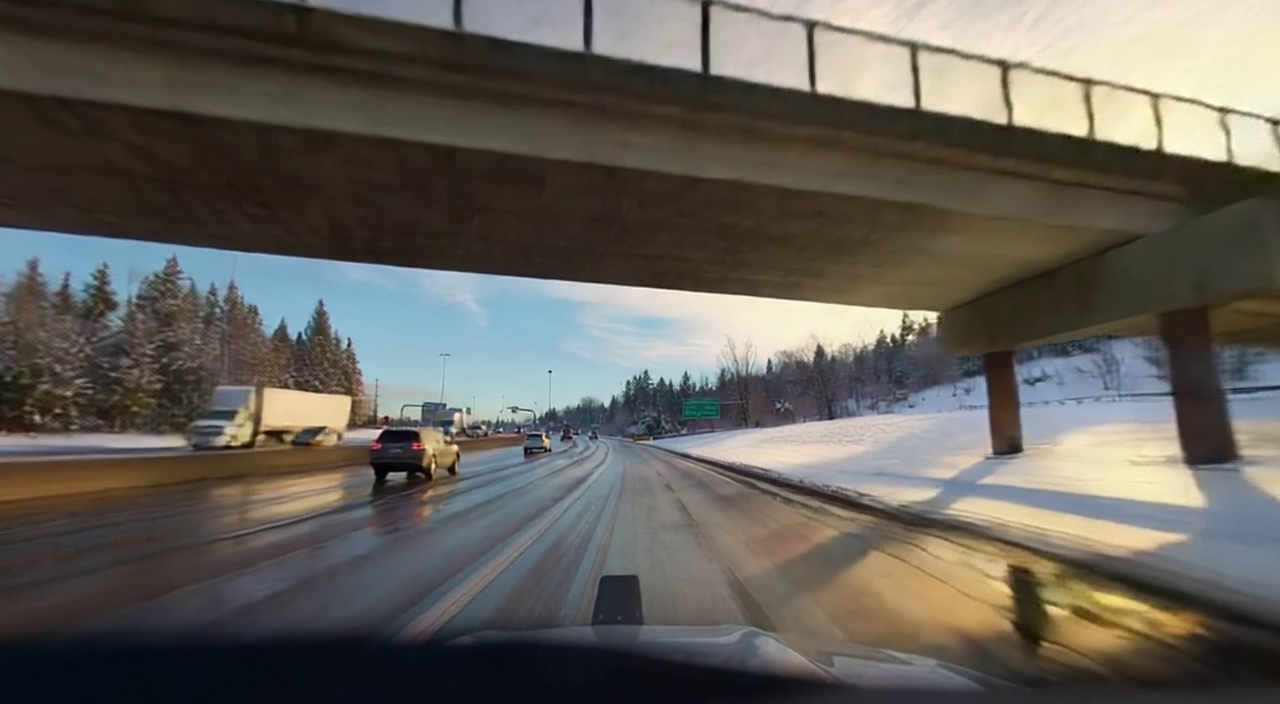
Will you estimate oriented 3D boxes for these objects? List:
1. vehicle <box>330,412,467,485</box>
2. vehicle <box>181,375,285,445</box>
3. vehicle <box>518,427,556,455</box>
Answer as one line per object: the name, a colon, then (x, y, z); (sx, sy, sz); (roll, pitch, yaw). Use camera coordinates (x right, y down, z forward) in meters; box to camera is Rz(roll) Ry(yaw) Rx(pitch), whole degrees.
vehicle: (-7.001, 2.842, 18.920); (2.188, 1.896, 4.810); (0, -7, 0)
vehicle: (-25.400, 3.705, 39.517); (2.900, 3.916, 4.693); (4, -7, 1)
vehicle: (-7.428, 6.443, 45.761); (1.956, 1.888, 4.512); (0, -7, 0)
